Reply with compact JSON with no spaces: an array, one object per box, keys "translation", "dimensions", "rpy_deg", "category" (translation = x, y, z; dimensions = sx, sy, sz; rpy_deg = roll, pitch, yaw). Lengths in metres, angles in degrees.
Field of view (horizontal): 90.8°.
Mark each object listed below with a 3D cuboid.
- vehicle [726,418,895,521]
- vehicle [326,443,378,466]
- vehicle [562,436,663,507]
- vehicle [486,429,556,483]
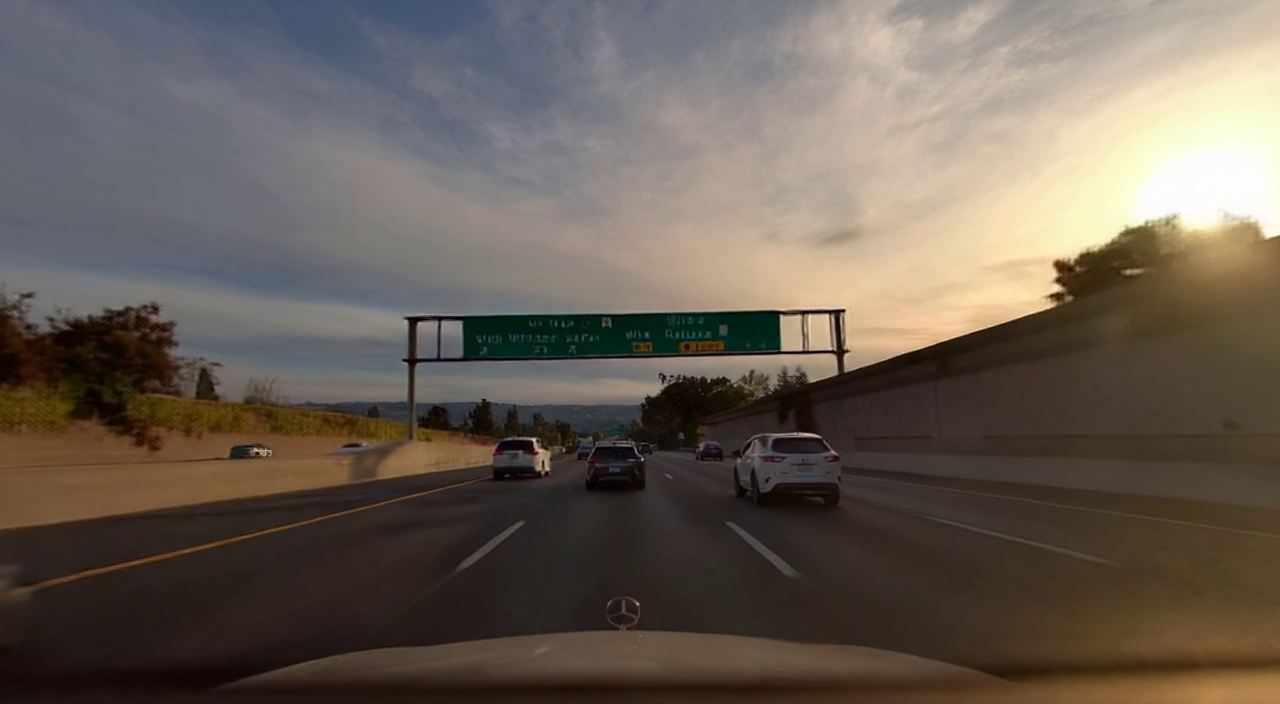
[{"translation":[3.343,2.423,13.580],"dimensions":[2.162,1.800,4.693],"rpy_deg":[0,-9,-2],"category":"vehicle"},{"translation":[-19.526,6.949,43.001],"dimensions":[1.802,1.481,3.919],"rpy_deg":[0,-9,-2],"category":"vehicle"},{"translation":[-0.630,2.803,15.278],"dimensions":[2.098,1.475,3.997],"rpy_deg":[0,-9,-2],"category":"vehicle"},{"translation":[-4.638,4.149,25.380],"dimensions":[1.983,1.948,4.822],"rpy_deg":[0,-9,-1],"category":"vehicle"}]
